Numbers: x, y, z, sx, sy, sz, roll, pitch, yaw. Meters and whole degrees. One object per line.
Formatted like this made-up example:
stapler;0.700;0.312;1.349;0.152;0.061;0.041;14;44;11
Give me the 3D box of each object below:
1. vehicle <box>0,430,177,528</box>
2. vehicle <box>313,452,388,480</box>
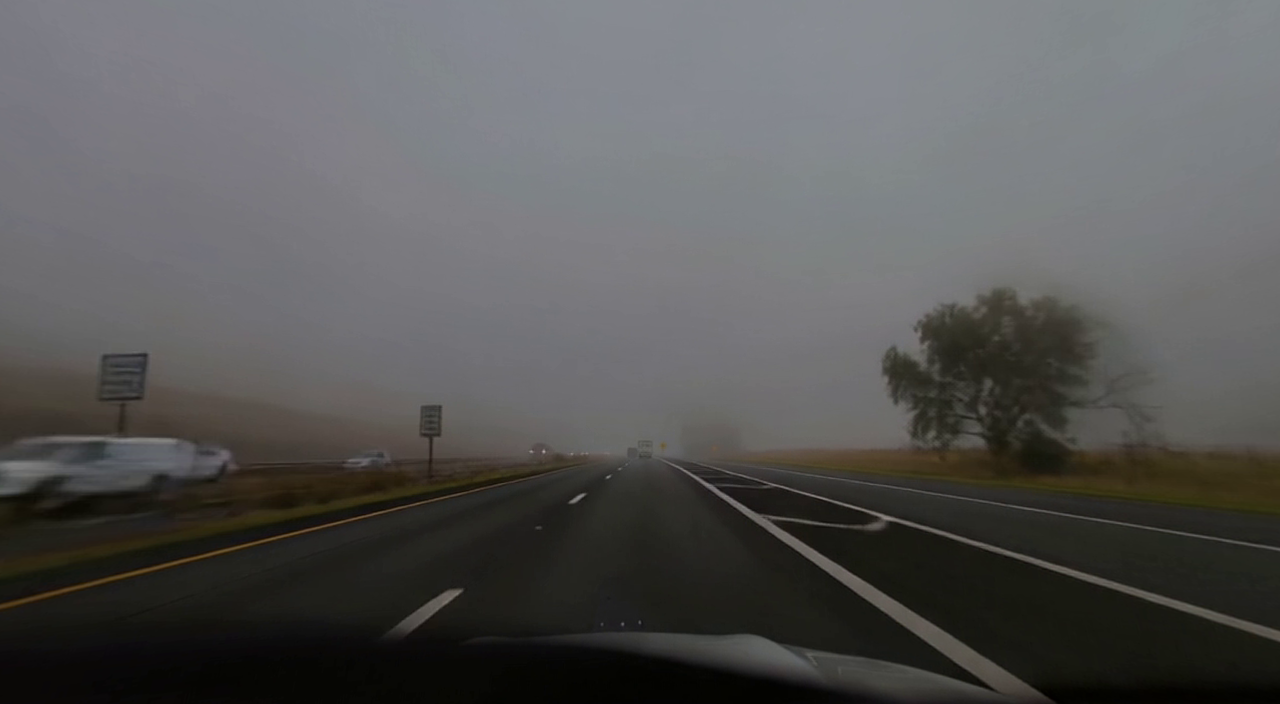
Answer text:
vehicle;-12.125;2.422;12.341;2.262;1.676;4.984;0;-9;1
vehicle;-16.185;6.361;35.500;2.046;1.460;4.426;0;-9;1
